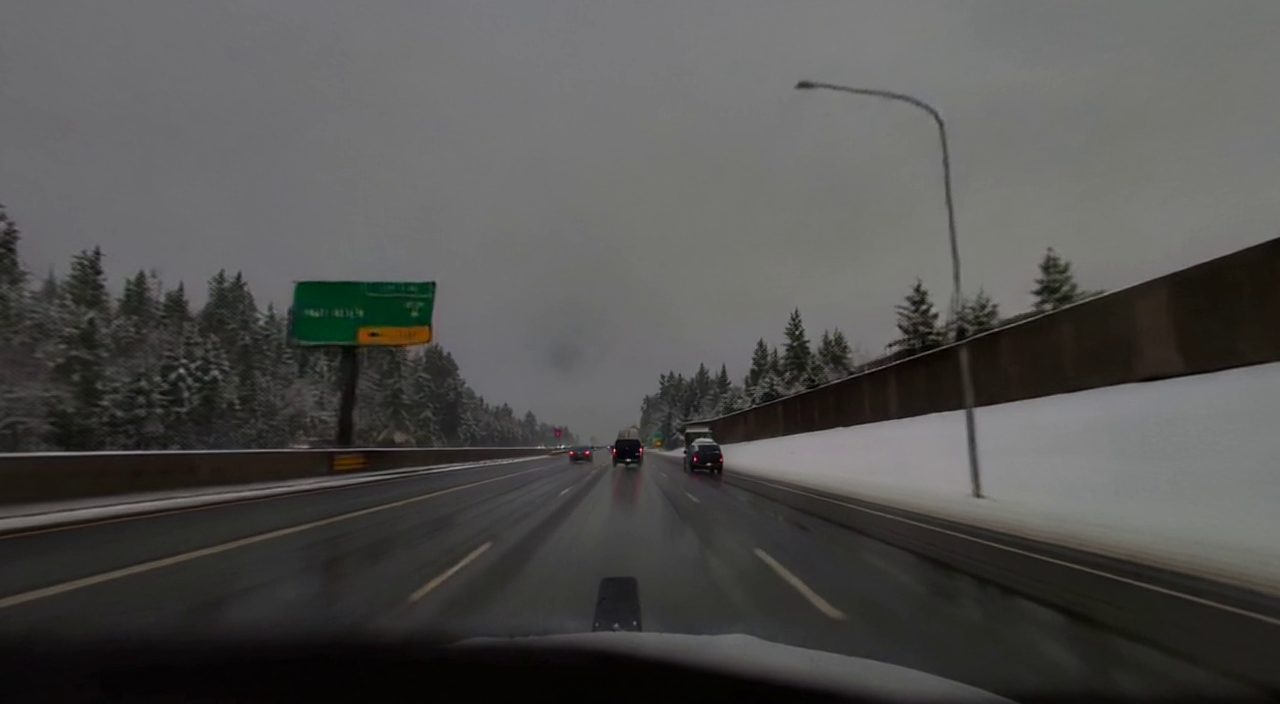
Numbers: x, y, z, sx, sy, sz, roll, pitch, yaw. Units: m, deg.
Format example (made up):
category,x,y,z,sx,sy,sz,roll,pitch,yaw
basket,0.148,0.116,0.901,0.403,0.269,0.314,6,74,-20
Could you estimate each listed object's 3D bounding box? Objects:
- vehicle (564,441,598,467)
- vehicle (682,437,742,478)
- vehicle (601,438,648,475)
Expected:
category,x,y,z,sx,sy,sz,roll,pitch,yaw
vehicle,-4.109,7.231,44.834,2.023,1.709,4.263,0,-8,0
vehicle,3.233,4.841,29.238,2.160,1.759,4.214,0,-8,-2
vehicle,-0.780,5.382,32.718,2.297,1.783,4.355,0,-8,-1
